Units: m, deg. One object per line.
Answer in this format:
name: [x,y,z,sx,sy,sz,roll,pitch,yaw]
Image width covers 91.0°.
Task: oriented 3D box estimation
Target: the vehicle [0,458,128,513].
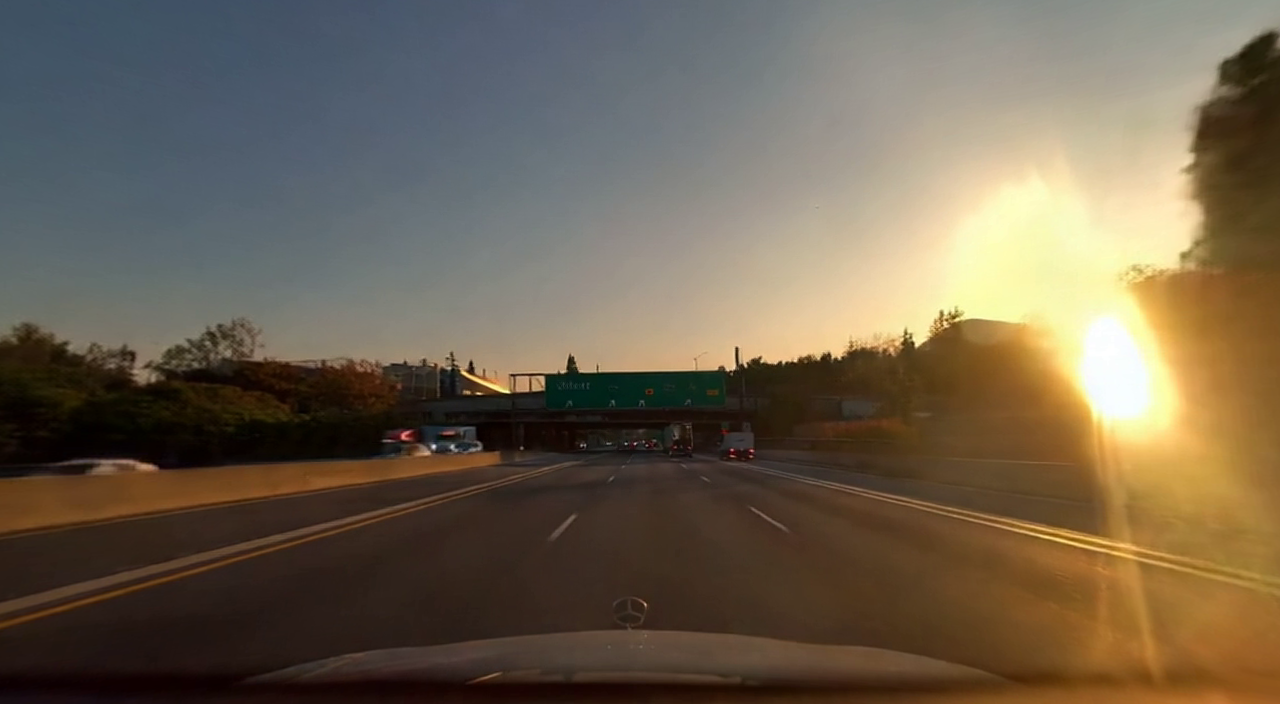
vehicle: [-19.279,4.276,20.553,1.875,1.506,3.736,0,-8,1]
